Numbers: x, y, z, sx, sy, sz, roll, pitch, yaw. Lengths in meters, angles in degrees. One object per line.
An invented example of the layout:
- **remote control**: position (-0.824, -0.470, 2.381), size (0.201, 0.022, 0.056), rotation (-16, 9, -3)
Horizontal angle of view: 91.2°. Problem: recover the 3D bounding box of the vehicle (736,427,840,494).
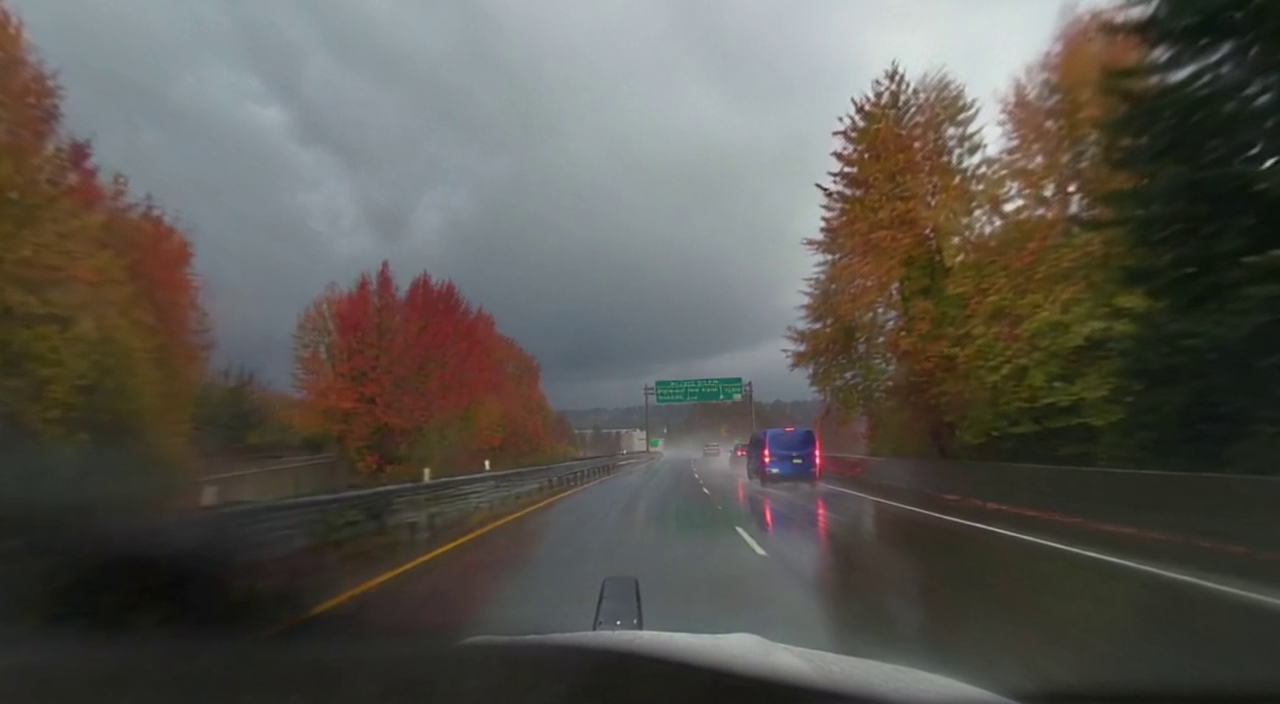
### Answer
- **vehicle**: position (4.667, 3.526, 20.670), size (2.205, 1.923, 4.956), rotation (0, -9, 0)
